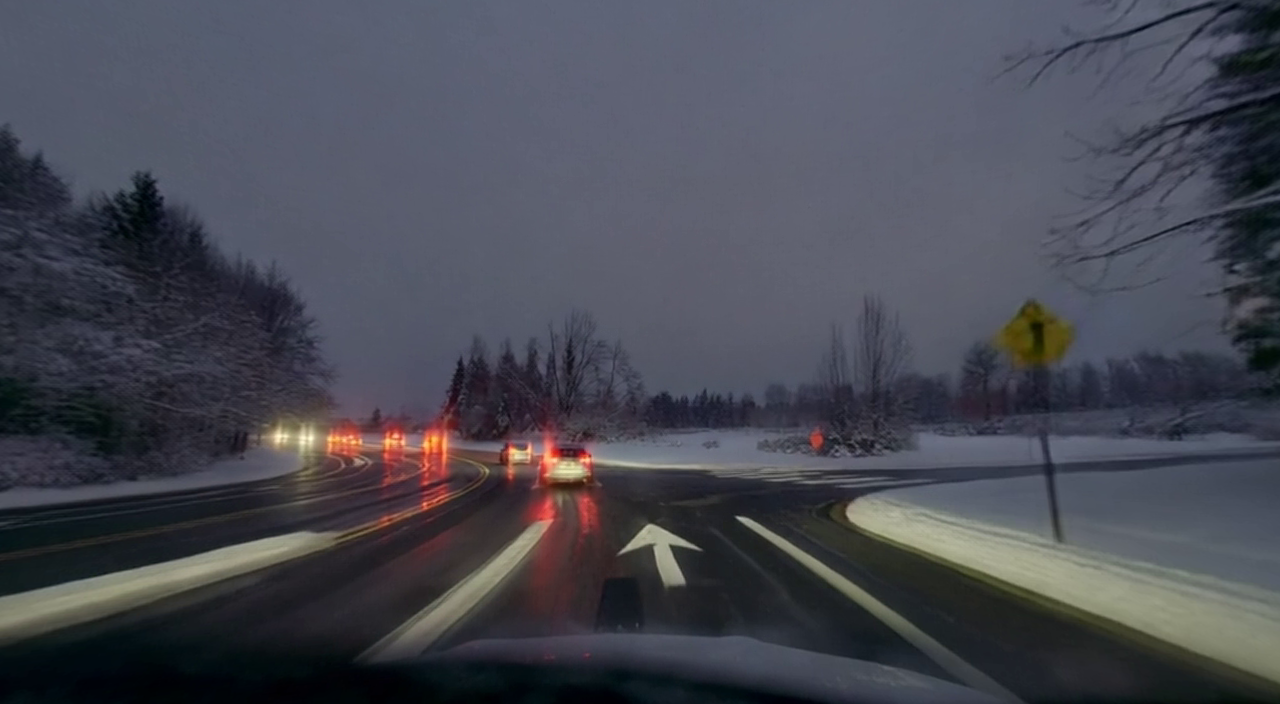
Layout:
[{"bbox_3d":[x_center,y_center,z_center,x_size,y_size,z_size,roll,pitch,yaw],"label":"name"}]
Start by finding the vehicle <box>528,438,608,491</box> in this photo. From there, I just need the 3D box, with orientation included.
[{"bbox_3d":[-2.435,3.606,20.367,2.296,1.510,4.068,2,-9,-10],"label":"vehicle"}]

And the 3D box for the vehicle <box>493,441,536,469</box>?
[{"bbox_3d":[-7.441,6.072,37.121,2.080,1.530,3.719,3,-9,-17],"label":"vehicle"}]
